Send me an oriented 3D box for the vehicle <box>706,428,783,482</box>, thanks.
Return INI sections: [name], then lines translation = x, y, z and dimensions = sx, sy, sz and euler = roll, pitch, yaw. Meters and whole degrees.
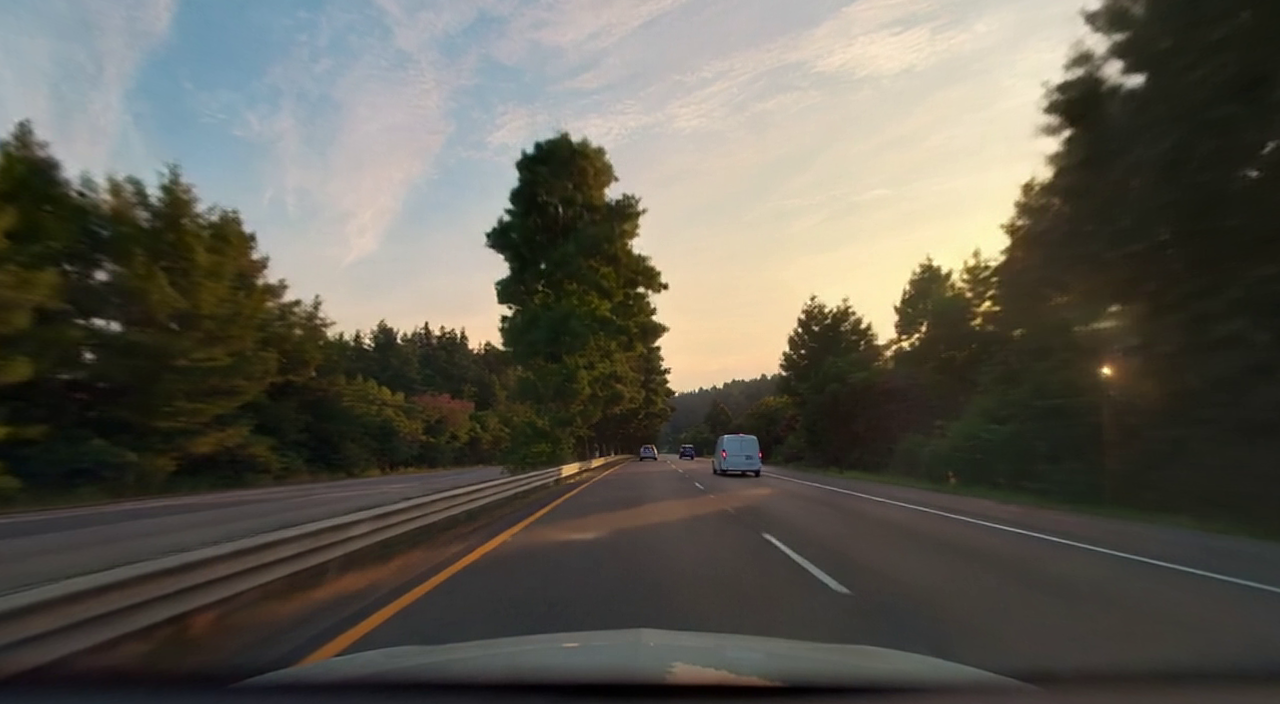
[vehicle]
translation = 4.270, 4.339, 26.682
dimensions = 2.371, 2.045, 4.768
euler = 0, -9, -1
